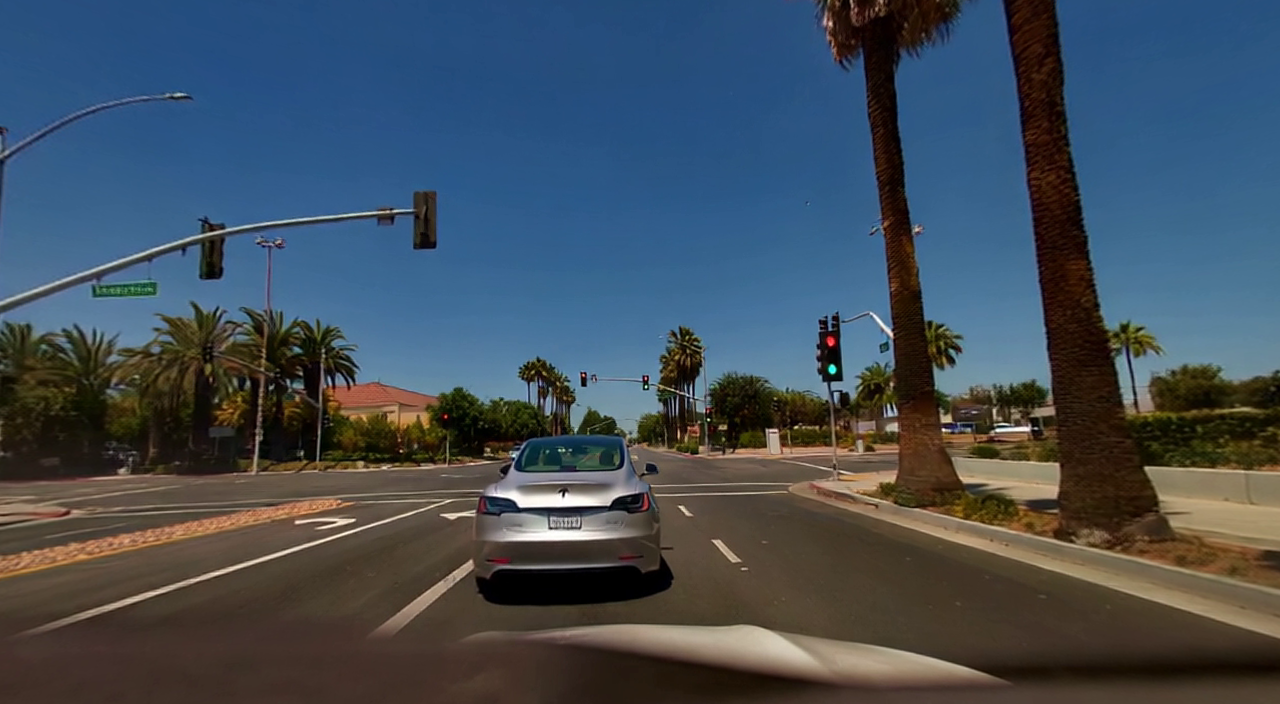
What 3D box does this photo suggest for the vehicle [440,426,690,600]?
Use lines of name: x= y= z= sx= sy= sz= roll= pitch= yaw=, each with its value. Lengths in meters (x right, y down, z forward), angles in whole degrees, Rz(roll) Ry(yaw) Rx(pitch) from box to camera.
vehicle: x=-0.690 y=1.708 z=7.655 sx=2.152 sy=1.478 sz=4.229 roll=0 pitch=-8 yaw=-1
